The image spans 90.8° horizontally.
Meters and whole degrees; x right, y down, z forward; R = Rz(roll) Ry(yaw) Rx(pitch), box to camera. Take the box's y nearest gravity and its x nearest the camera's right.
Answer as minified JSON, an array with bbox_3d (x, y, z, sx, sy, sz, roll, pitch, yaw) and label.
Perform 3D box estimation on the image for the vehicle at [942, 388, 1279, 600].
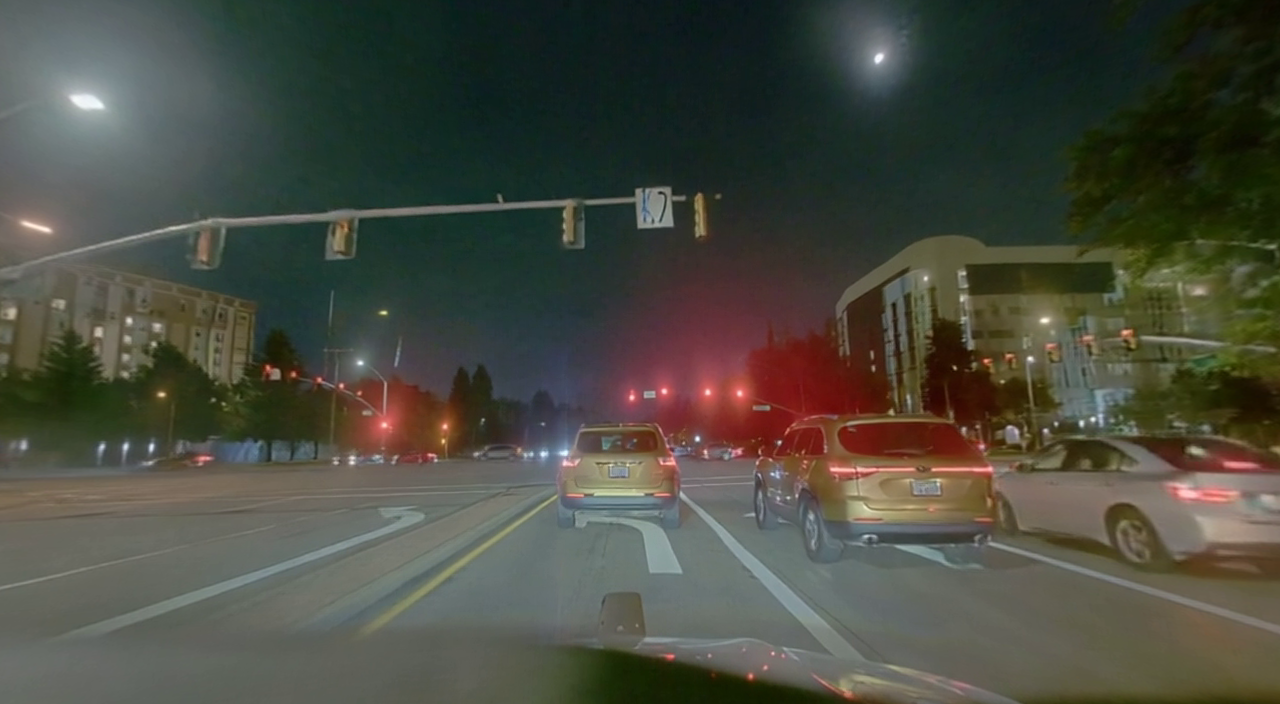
[{"bbox_3d":[6.095,1.548,7.863,2.049,1.743,5.146,0,-8,-1],"label":"vehicle"}]

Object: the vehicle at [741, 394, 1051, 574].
[{"bbox_3d":[2.951,1.653,8.641,2.228,1.798,4.370,0,-9,-3],"label":"vehicle"}]

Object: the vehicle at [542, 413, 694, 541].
[{"bbox_3d":[-0.342,1.996,10.650,2.039,1.698,4.144,0,-8,-1],"label":"vehicle"}]

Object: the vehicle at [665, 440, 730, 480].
[{"bbox_3d":[2.208,4.312,25.597,1.900,1.459,4.260,1,-8,-5],"label":"vehicle"}]

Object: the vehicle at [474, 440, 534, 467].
[{"bbox_3d":[-9.191,6.822,42.550,2.188,1.712,4.318,7,-11,-38],"label":"vehicle"}]
